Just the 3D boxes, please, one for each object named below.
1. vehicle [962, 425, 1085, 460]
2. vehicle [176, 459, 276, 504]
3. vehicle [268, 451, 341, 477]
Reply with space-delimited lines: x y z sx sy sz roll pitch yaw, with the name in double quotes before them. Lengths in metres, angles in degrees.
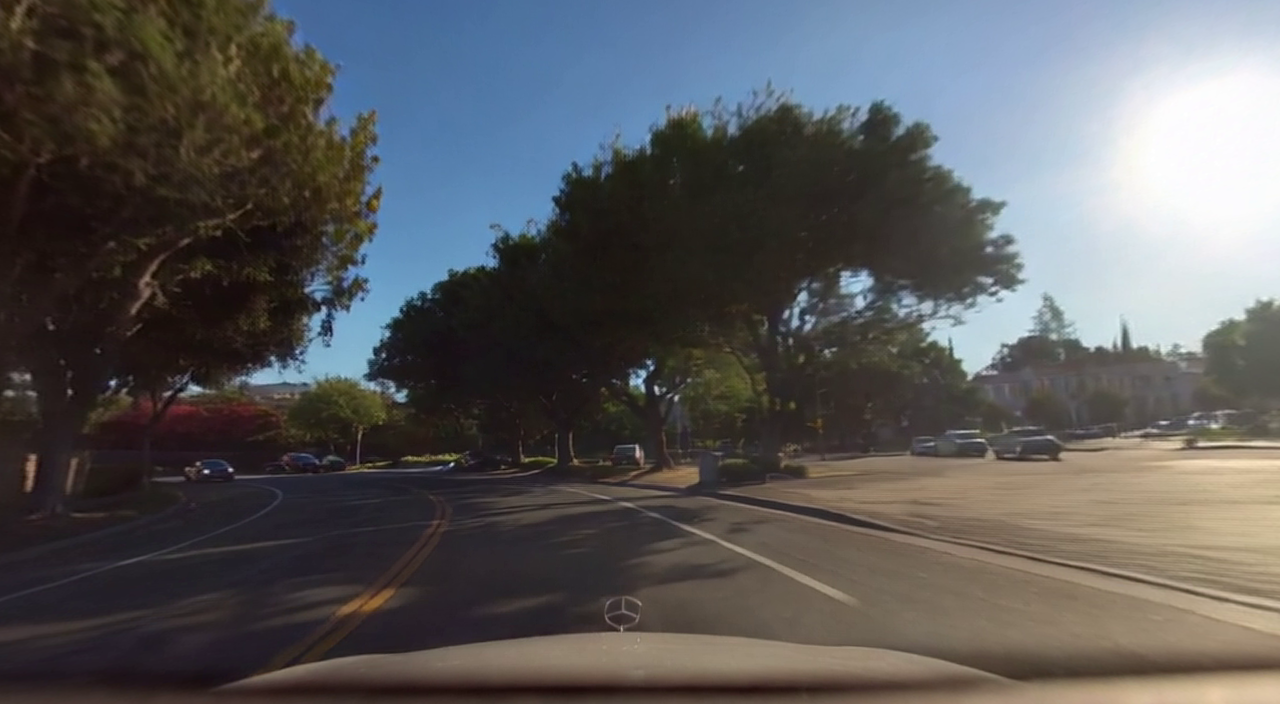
"vehicle" 17.491 4.174 29.036 4.462 1.474 1.765 -3 -9 18
"vehicle" -15.707 4.842 24.224 2.772 1.161 7.241 1 -8 -32
"vehicle" -25.670 8.510 48.309 5.202 1.817 2.042 -4 -9 25
